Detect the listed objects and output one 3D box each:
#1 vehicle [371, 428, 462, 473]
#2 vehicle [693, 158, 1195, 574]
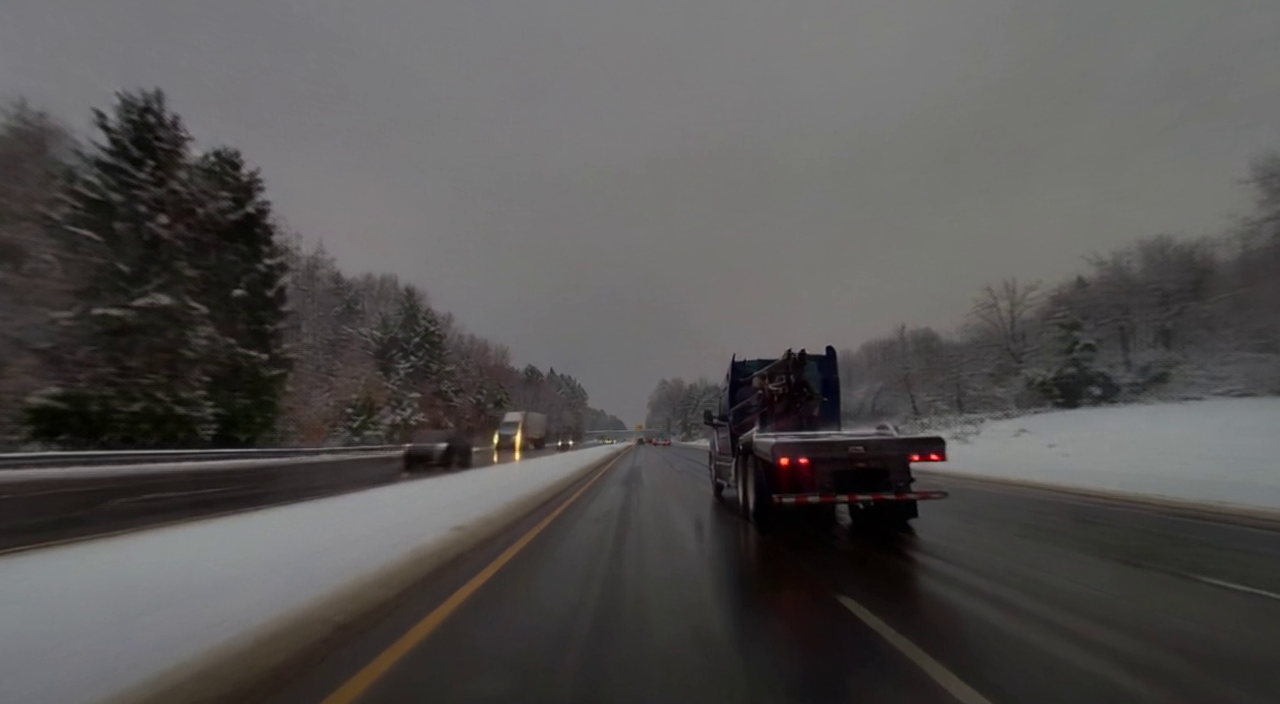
[{"bbox_3d":[-8.224,3.667,23.592,1.881,1.540,4.047,0,-8,1],"label":"vehicle"},{"bbox_3d":[3.611,1.035,13.382,3.691,4.331,13.909,0,-8,0],"label":"vehicle"}]
